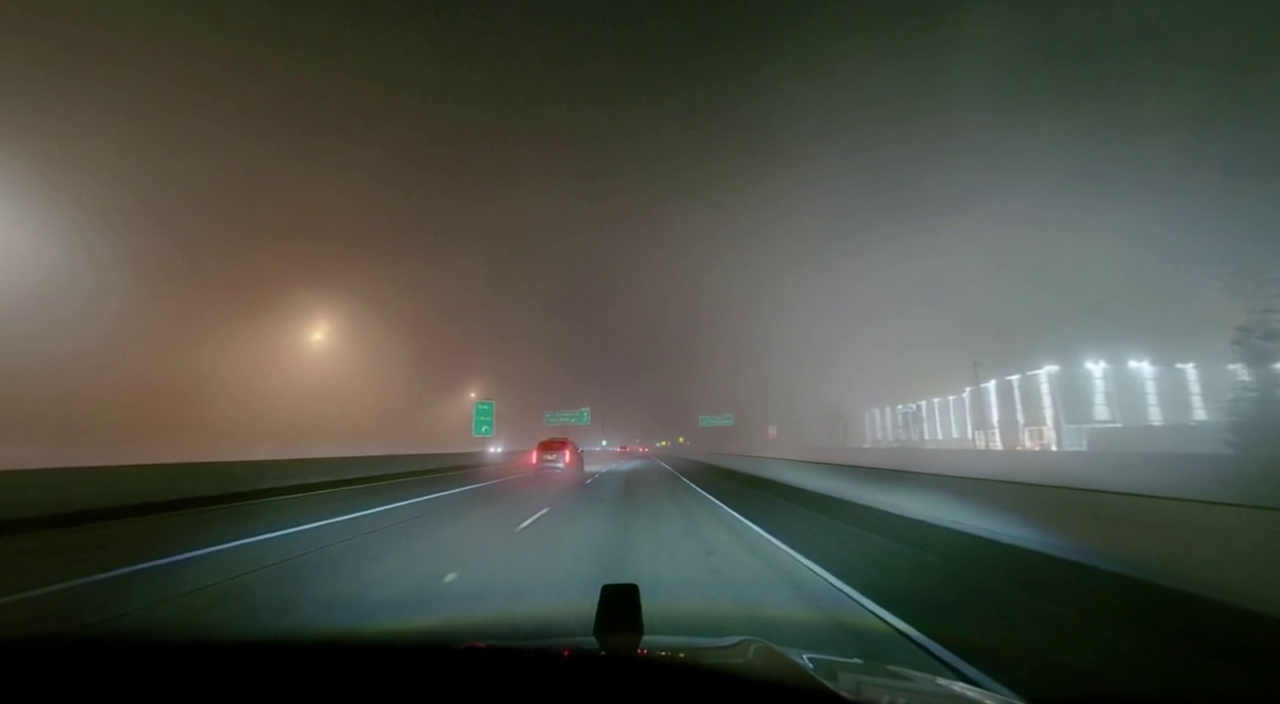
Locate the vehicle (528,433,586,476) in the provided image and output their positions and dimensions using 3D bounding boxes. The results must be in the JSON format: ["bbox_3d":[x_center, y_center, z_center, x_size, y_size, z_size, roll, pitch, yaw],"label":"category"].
[{"bbox_3d":[-3.665,4.617,28.600,2.047,1.786,4.217,0,-8,0],"label":"vehicle"}]
